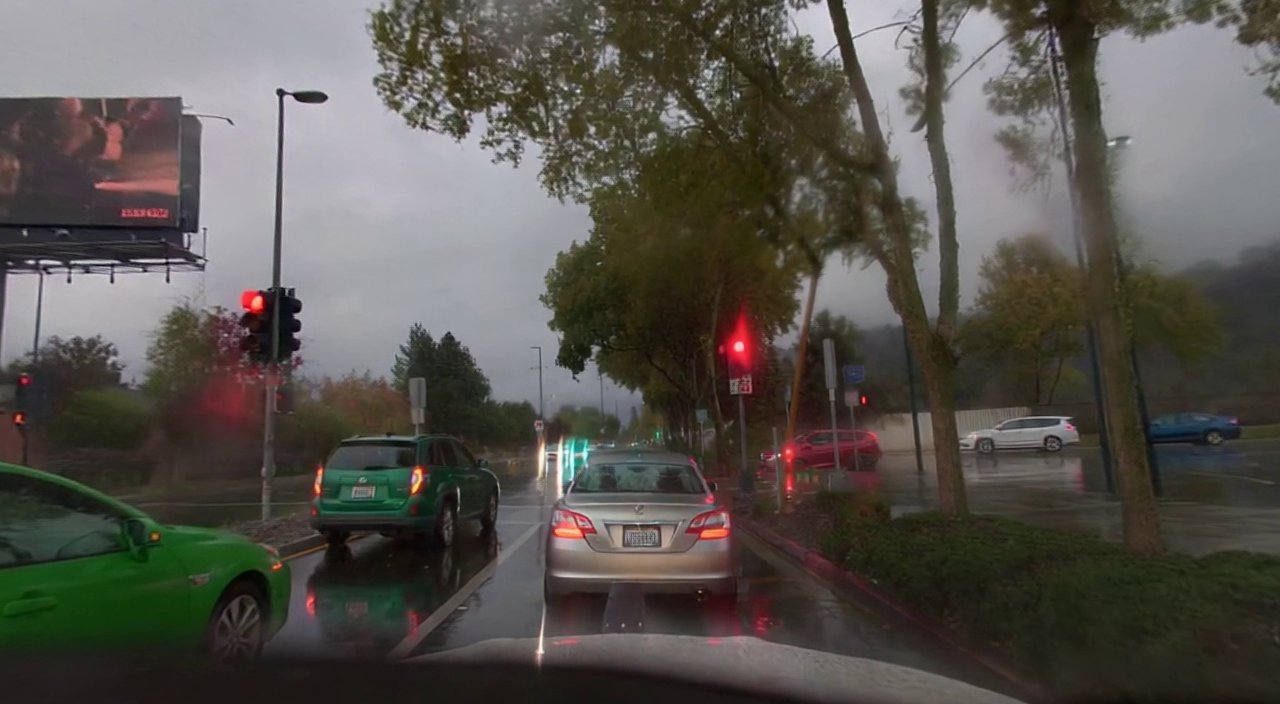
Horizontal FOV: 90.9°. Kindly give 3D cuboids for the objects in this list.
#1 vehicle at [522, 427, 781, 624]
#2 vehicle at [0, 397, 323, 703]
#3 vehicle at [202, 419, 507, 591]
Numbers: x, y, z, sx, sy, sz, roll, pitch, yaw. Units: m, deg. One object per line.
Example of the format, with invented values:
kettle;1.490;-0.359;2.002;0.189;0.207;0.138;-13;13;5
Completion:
vehicle;0.022;1.597;6.633;1.977;1.467;3.474;0;-9;-2
vehicle;-3.155;0.964;2.418;1.808;1.520;3.846;-1;-9;1
vehicle;-3.184;1.790;8.160;1.950;1.628;4.082;-1;-9;1
